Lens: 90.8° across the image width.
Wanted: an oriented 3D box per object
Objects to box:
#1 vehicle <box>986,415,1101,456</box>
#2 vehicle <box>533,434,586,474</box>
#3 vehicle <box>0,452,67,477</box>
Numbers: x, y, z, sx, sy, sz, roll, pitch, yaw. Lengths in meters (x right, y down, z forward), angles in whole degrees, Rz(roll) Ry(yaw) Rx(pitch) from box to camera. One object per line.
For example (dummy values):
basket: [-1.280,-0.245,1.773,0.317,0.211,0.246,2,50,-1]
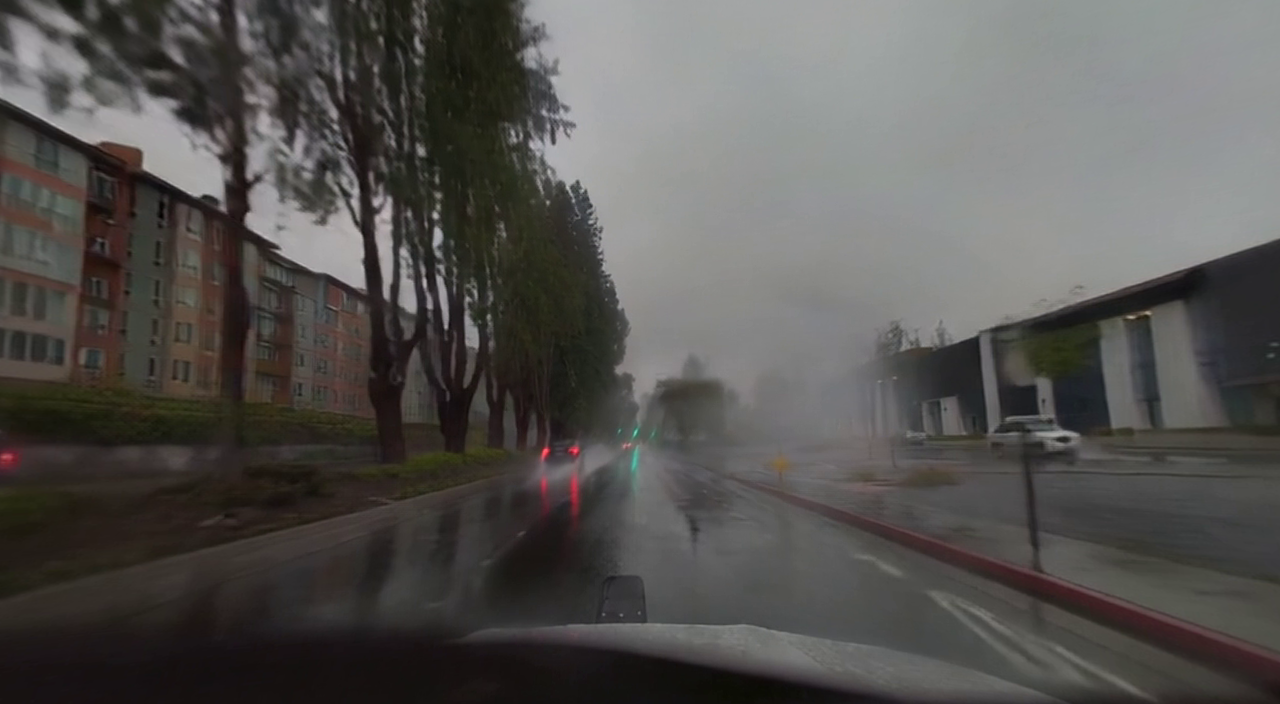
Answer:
vehicle: [17.671,3.721,28.010,1.995,1.554,4.943,-3,-8,3]
vehicle: [-3.761,4.859,30.203,1.959,1.741,4.141,0,-8,1]
vehicle: [-48.735,8.861,49.987,4.659,1.880,2.097,0,-9,0]
